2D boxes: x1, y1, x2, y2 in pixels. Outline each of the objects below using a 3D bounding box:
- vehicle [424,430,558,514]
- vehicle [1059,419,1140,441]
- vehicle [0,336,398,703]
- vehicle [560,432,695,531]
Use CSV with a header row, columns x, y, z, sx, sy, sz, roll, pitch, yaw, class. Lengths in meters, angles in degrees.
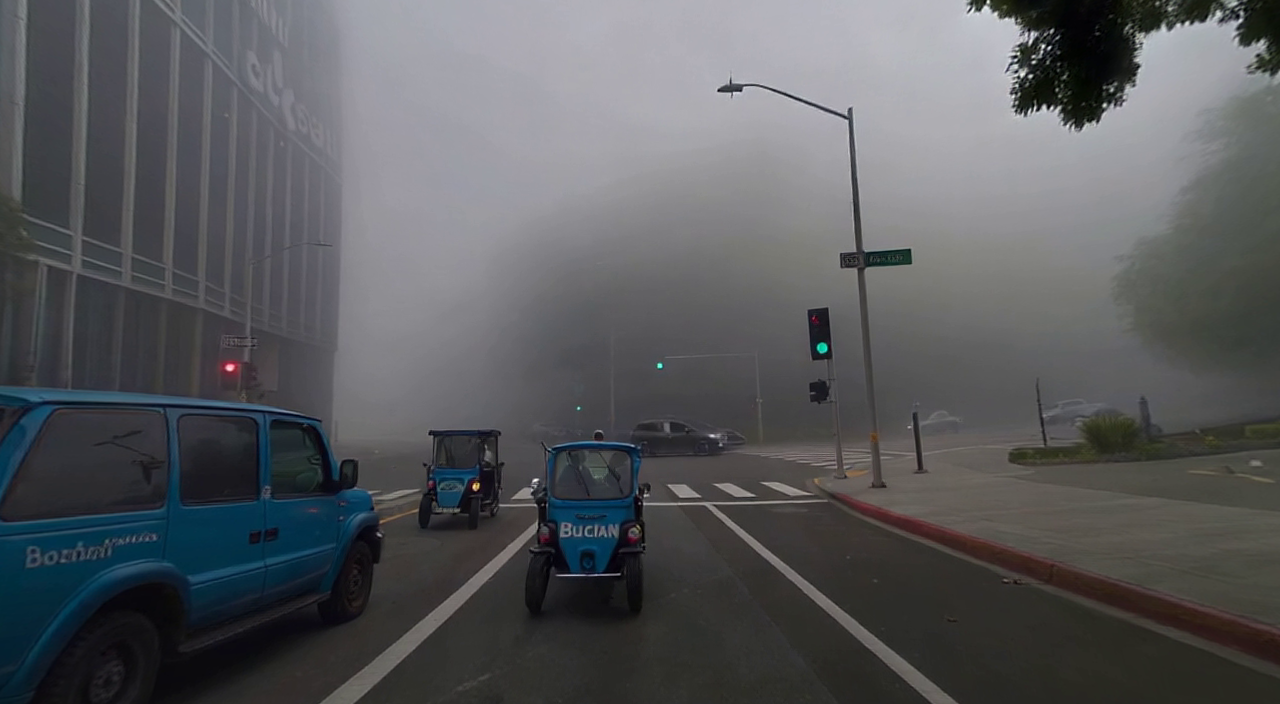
x,y,z,sx,sy,sz,roll,pitch,yaw,class
-3.180,2.652,14.368,1.935,1.615,4.073,-1,-8,2,vehicle
30.734,5.265,42.088,1.751,1.420,4.027,8,-12,-43,vehicle
-3.610,1.130,4.438,2.000,1.809,4.405,0,-8,0,vehicle
-0.164,2.253,11.529,2.025,1.458,4.085,0,-8,1,vehicle
